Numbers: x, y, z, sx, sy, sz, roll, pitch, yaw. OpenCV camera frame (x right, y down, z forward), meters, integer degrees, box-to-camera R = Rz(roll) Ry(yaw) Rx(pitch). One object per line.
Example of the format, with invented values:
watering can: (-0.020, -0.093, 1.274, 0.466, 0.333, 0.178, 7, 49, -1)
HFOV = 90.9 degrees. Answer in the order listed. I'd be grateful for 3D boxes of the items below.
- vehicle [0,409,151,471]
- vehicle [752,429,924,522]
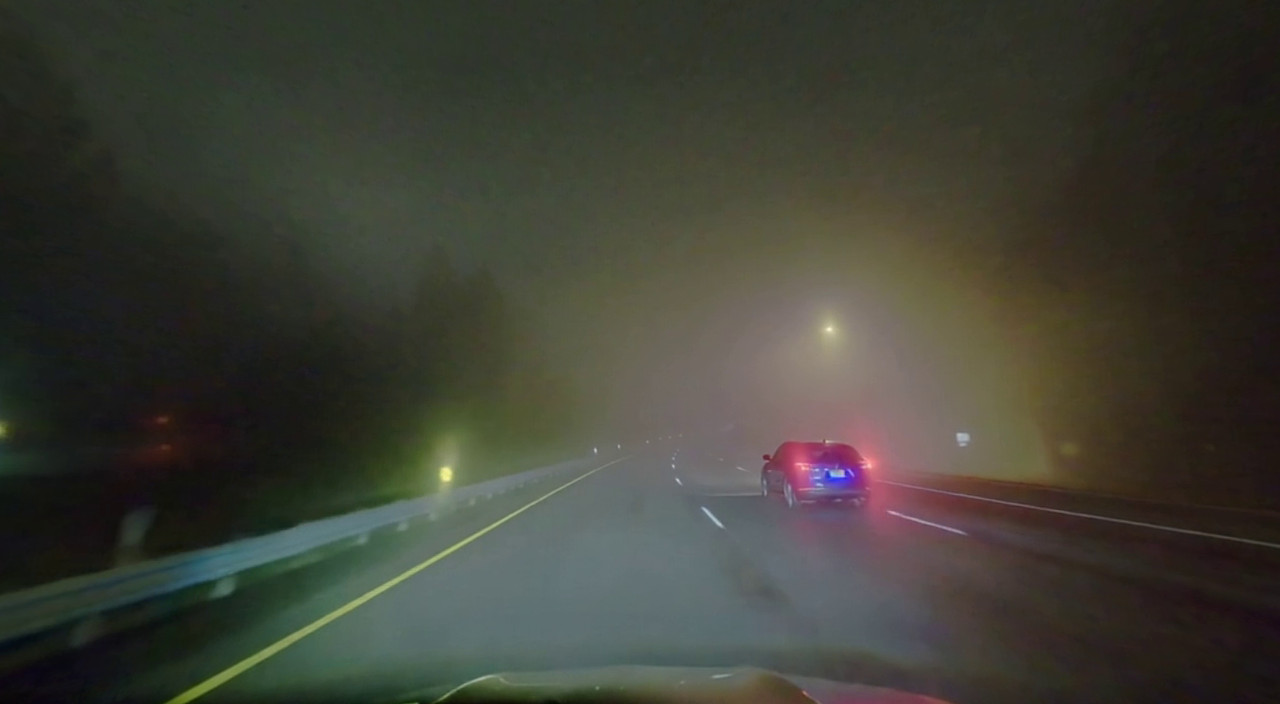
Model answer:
vehicle: (-38.585, 5.709, 40.649, 2.819, 3.585, 13.768, -1, -8, 2)
vehicle: (3.721, 2.394, 12.823, 2.050, 1.546, 4.344, 0, -8, 0)
